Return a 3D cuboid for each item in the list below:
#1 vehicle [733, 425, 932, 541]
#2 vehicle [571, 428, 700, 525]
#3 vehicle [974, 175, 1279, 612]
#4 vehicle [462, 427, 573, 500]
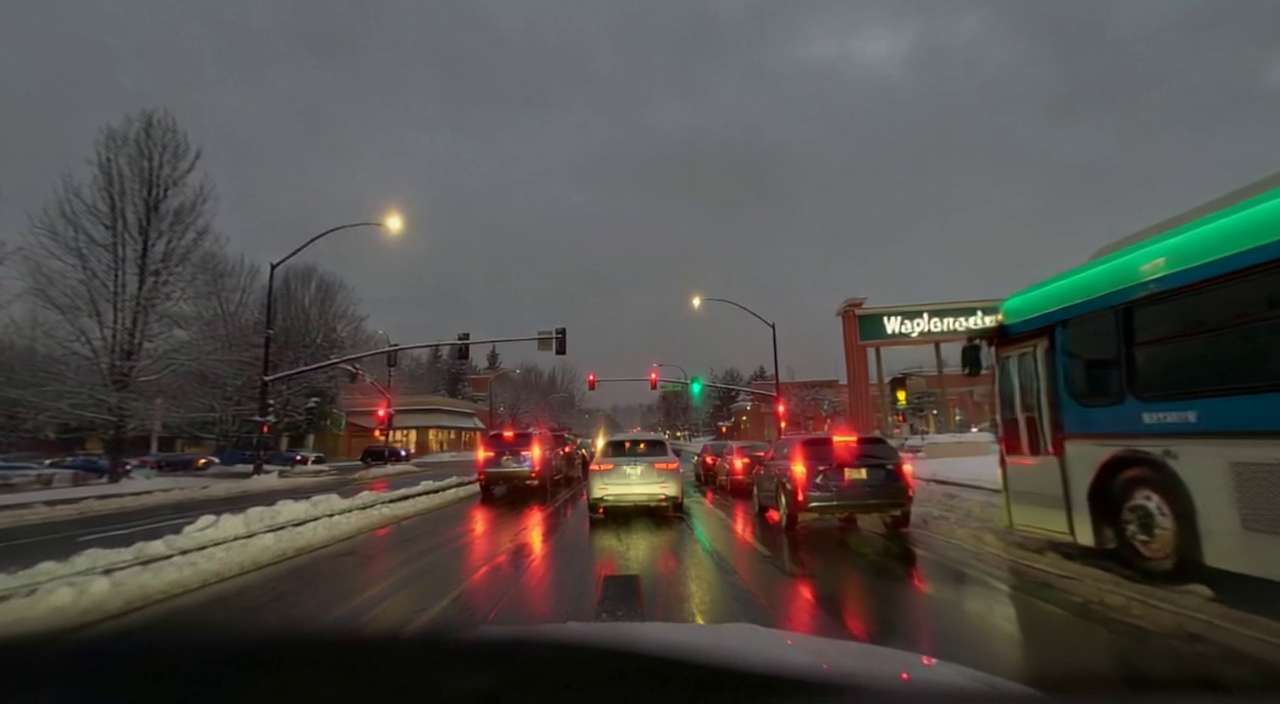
[{"bbox_3d":[2.877,2.059,10.600,1.922,1.508,4.330,0,-8,0],"label":"vehicle"},{"bbox_3d":[-0.079,2.293,12.124,2.071,1.525,3.723,0,-8,0],"label":"vehicle"},{"bbox_3d":[6.459,0.183,3.950,3.197,3.269,9.836,0,-8,-1],"label":"vehicle"},{"bbox_3d":[-3.139,2.976,17.245,2.180,1.708,4.397,0,-8,0],"label":"vehicle"}]
